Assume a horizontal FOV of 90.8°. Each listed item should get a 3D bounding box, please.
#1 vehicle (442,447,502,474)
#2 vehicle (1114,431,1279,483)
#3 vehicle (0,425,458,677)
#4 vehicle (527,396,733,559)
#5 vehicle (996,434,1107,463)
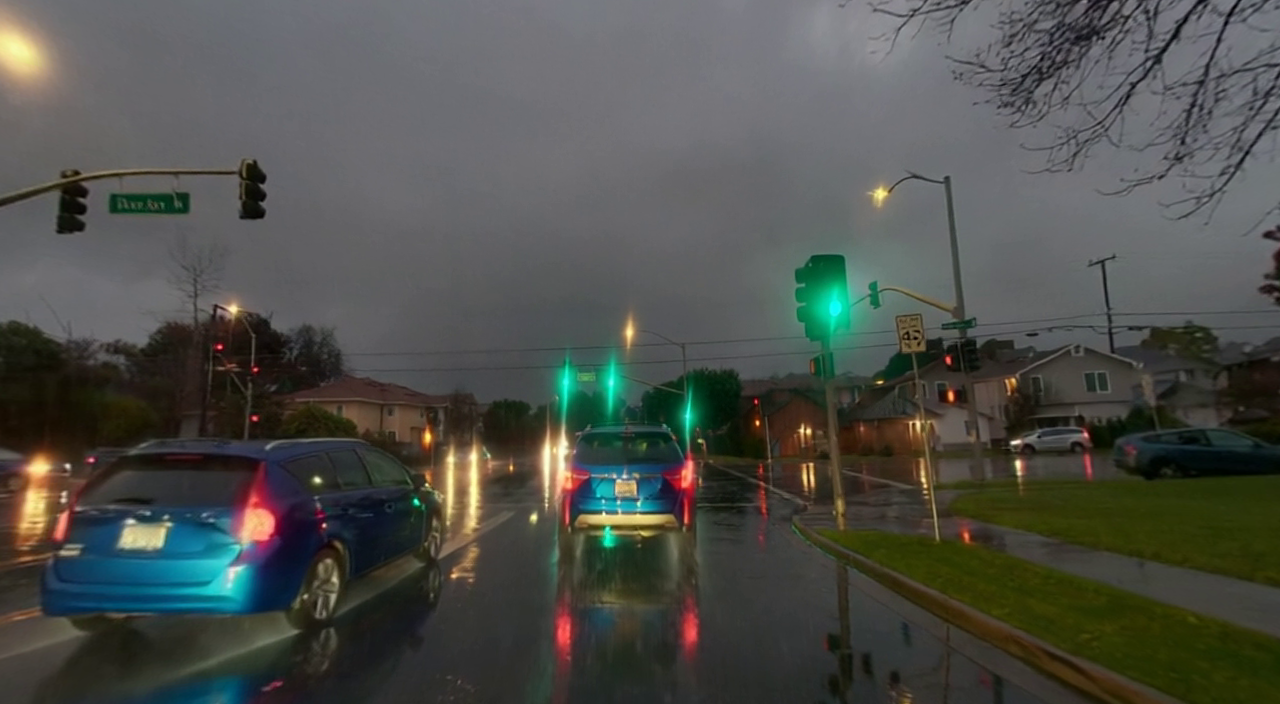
[{"bbox_3d":[-9.615,6.243,36.602,2.028,1.474,4.637,-1,-8,3],"label":"vehicle"},{"bbox_3d":[17.236,3.081,18.654,4.715,1.439,1.874,-2,-9,14],"label":"vehicle"},{"bbox_3d":[-3.331,1.495,5.954,1.934,1.459,4.368,0,-8,0],"label":"vehicle"},{"bbox_3d":[-0.180,1.801,9.762,2.396,1.881,4.606,0,-8,-2],"label":"vehicle"},{"bbox_3d":[21.362,5.023,32.995,4.353,1.431,1.876,-2,-9,14],"label":"vehicle"}]
